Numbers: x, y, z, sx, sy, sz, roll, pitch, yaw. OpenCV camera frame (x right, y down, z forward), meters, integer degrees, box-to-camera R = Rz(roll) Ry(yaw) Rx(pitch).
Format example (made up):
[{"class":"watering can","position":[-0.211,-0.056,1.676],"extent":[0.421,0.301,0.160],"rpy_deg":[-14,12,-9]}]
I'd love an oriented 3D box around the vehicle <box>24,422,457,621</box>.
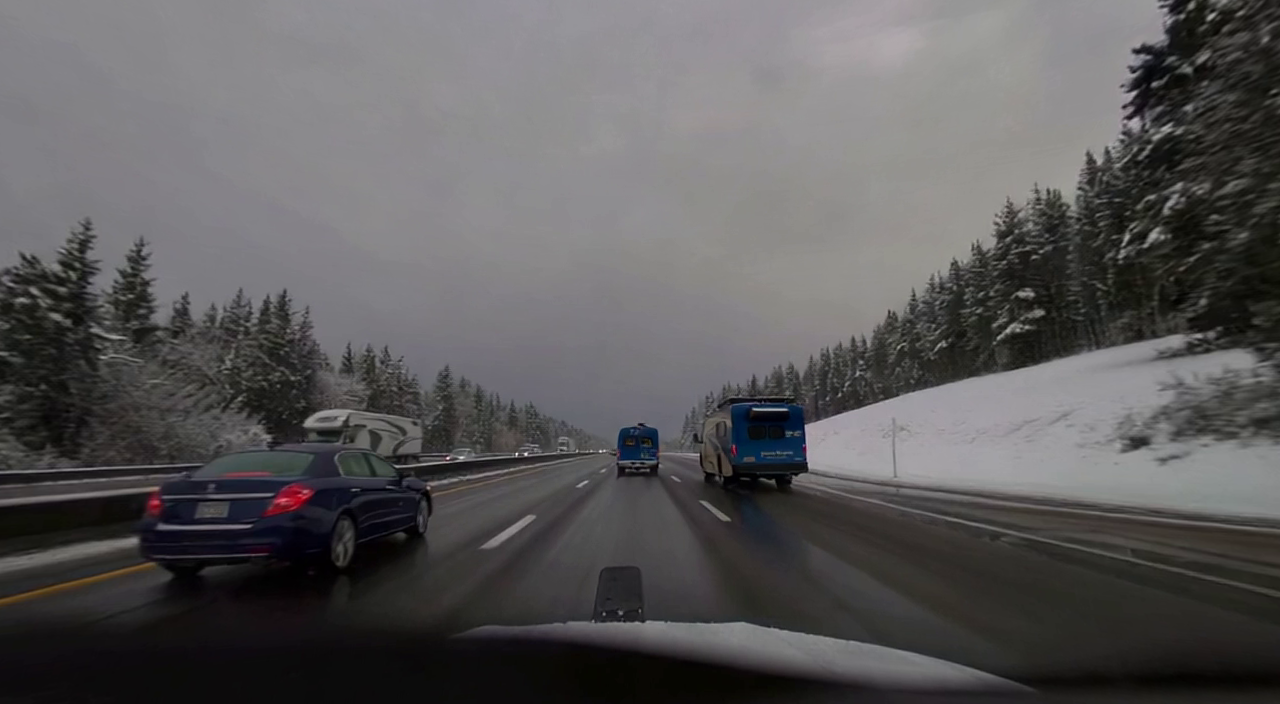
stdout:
[{"class":"vehicle","position":[-3.730,1.650,7.177],"extent":[1.959,1.502,4.559],"rpy_deg":[0,-9,0]}]

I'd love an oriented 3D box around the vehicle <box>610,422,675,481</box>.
[{"class":"vehicle","position":[0.057,4.304,27.341],"extent":[2.524,2.310,4.986],"rpy_deg":[0,-9,-1]}]

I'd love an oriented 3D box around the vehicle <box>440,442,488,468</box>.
[{"class":"vehicle","position":[-11.898,7.000,42.965],"extent":[1.961,1.697,4.316],"rpy_deg":[0,-9,0]}]

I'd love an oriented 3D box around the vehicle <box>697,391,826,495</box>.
[{"class":"vehicle","position":[3.774,3.114,21.505],"extent":[2.607,2.910,7.252],"rpy_deg":[0,-9,-3]}]
